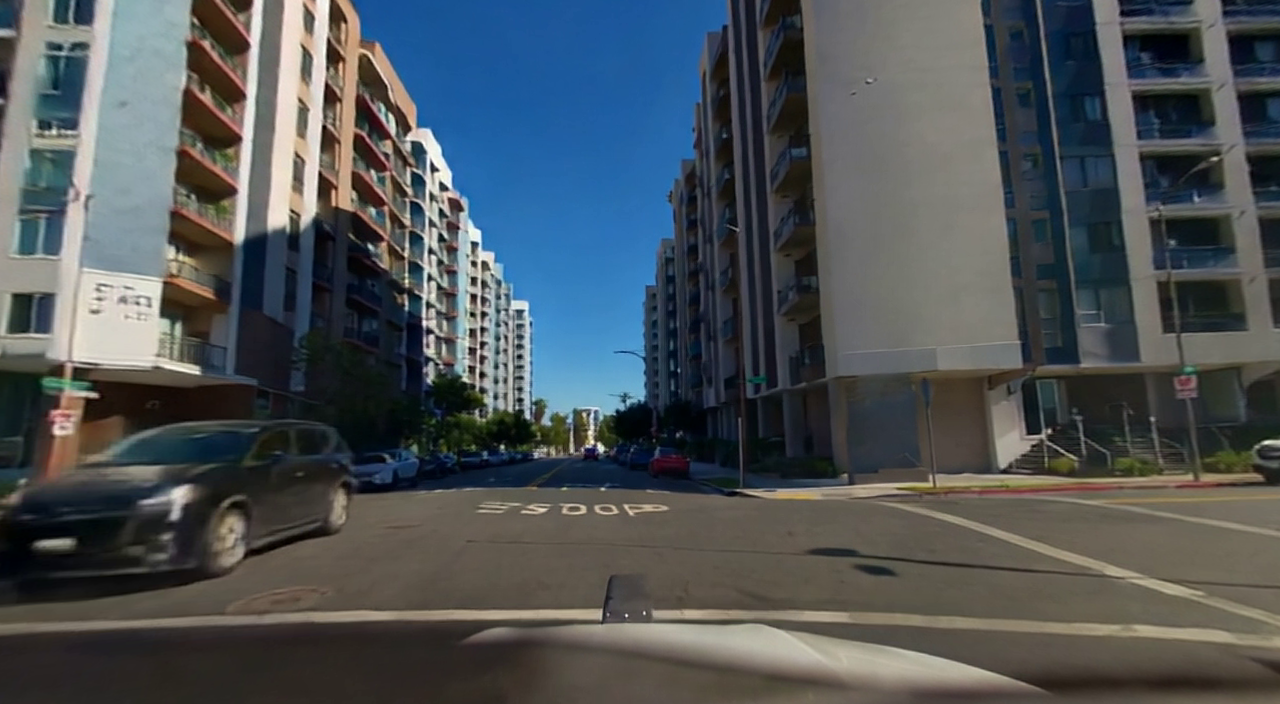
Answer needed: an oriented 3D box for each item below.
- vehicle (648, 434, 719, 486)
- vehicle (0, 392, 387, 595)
[{"bbox_3d":[1.572,4.208,24.798,2.164,1.721,4.416,-3,-9,-3],"label":"vehicle"},{"bbox_3d":[-5.183,1.628,8.130,2.201,1.801,4.750,1,-9,-5],"label":"vehicle"}]
